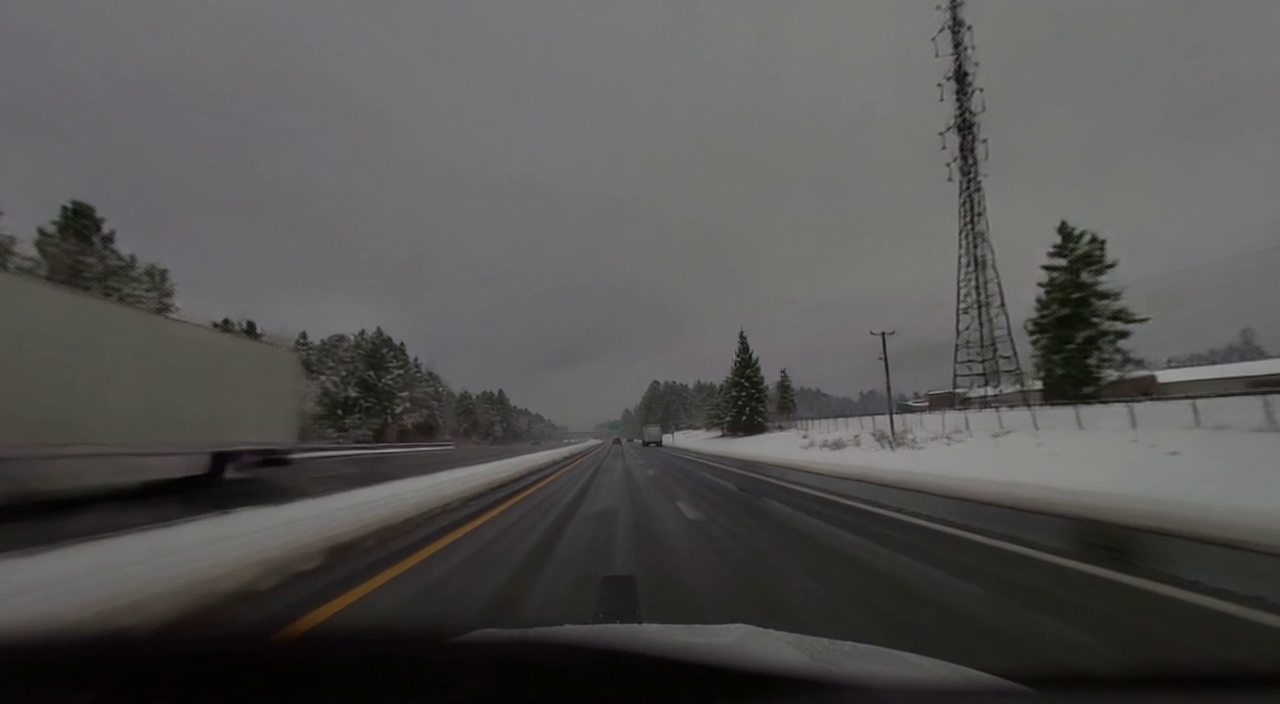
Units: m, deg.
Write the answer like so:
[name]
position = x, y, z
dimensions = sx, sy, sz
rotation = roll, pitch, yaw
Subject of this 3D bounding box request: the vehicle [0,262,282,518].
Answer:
[vehicle]
position = -11.908, 0.762, 11.135
dimensions = 3.200, 4.073, 14.310
rotation = 0, -8, -2
